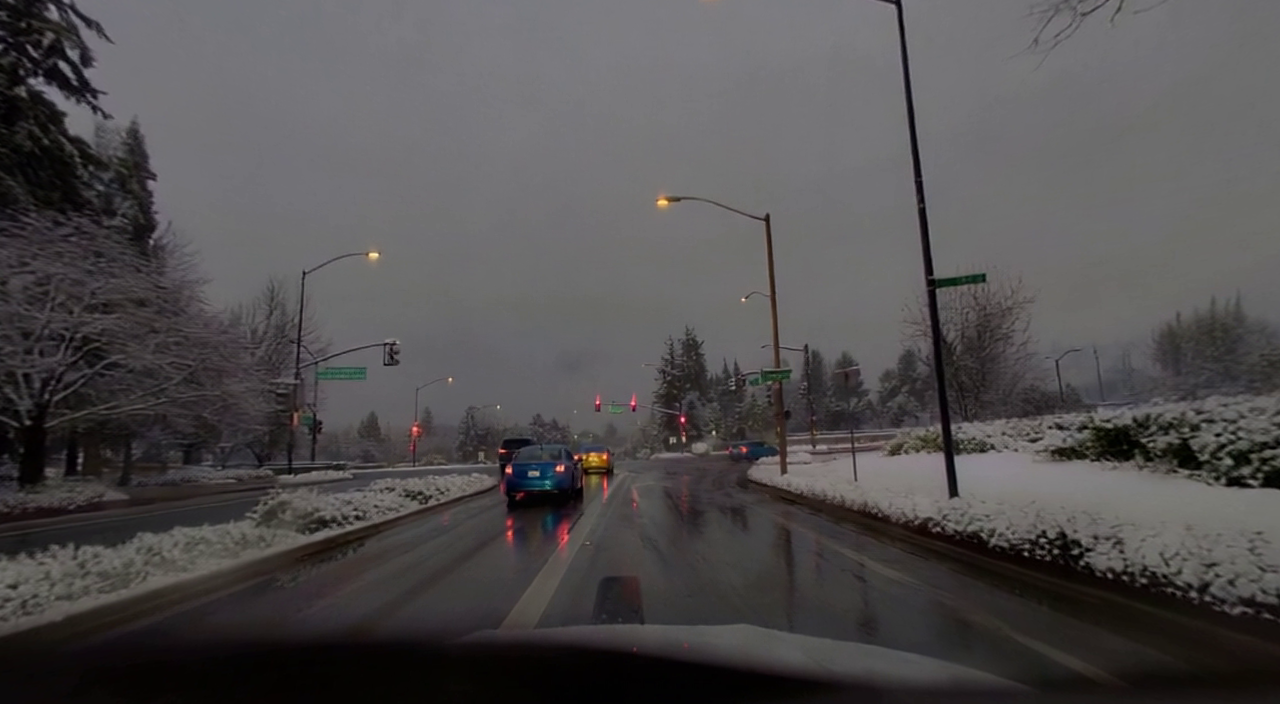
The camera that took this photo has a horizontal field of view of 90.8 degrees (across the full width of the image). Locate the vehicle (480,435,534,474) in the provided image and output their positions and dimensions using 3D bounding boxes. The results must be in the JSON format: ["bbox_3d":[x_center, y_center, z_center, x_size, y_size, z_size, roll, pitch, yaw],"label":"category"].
[{"bbox_3d":[-7.774,5.885,36.480,2.390,2.020,5.085,3,-9,-19],"label":"vehicle"}]

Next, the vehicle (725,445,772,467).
[{"bbox_3d":[7.329,6.950,42.474,1.945,1.410,4.284,-4,-10,26],"label":"vehicle"}]

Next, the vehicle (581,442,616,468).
[{"bbox_3d":[-2.786,6.963,42.900,2.055,1.679,4.155,0,-9,1],"label":"vehicle"}]

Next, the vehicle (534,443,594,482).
[{"bbox_3d":[-3.104,4.615,26.556,1.979,1.492,3.930,0,-9,1],"label":"vehicle"}]
